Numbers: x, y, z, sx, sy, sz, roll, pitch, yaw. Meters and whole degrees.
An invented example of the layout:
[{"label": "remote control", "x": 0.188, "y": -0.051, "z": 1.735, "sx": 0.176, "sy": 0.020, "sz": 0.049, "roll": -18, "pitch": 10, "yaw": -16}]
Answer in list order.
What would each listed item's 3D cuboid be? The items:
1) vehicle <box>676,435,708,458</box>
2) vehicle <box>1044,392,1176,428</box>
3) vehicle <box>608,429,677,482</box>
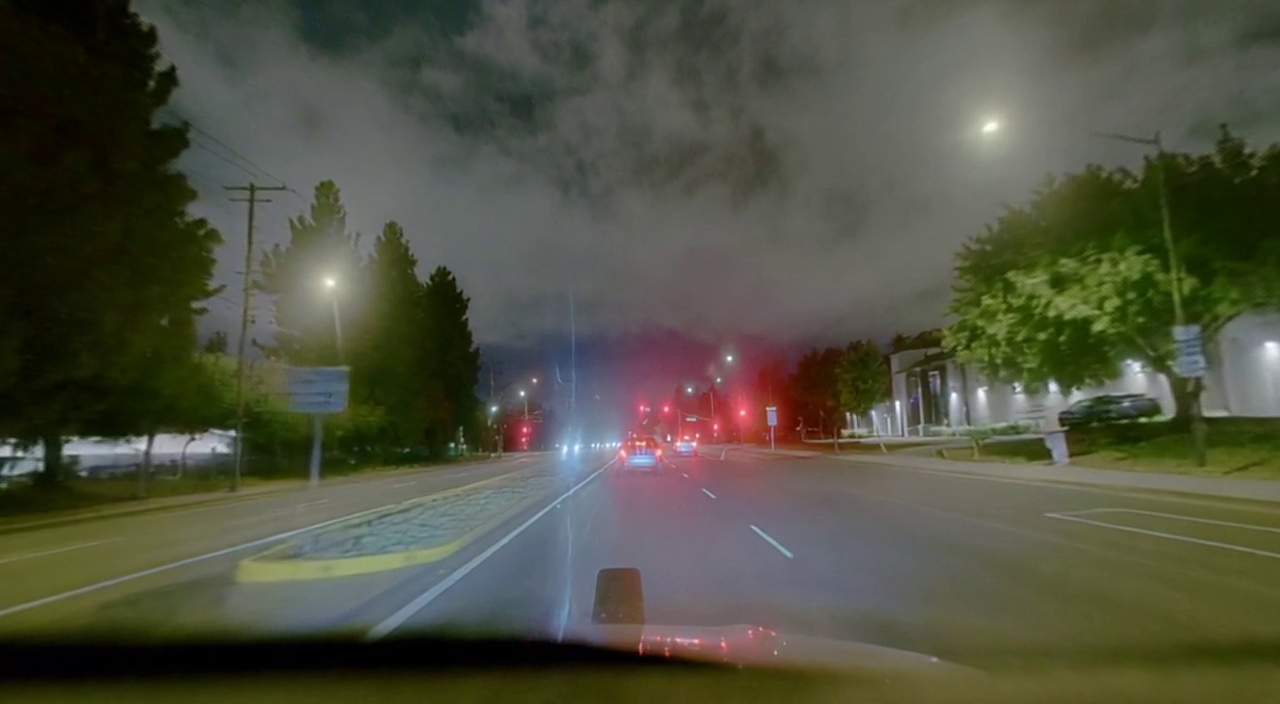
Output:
[{"label": "vehicle", "x": 3.866, "y": 7.182, "z": 47.901, "sx": 1.987, "sy": 1.613, "sz": 4.081, "roll": 0, "pitch": -8, "yaw": -1}, {"label": "vehicle", "x": 22.486, "y": 2.817, "z": 30.322, "sx": 4.738, "sy": 1.593, "sz": 2.123, "roll": 0, "pitch": -8, "yaw": -5}, {"label": "vehicle", "x": 0.044, "y": 3.564, "z": 22.075, "sx": 2.181, "sy": 1.639, "sz": 4.127, "roll": 0, "pitch": -8, "yaw": -1}]
